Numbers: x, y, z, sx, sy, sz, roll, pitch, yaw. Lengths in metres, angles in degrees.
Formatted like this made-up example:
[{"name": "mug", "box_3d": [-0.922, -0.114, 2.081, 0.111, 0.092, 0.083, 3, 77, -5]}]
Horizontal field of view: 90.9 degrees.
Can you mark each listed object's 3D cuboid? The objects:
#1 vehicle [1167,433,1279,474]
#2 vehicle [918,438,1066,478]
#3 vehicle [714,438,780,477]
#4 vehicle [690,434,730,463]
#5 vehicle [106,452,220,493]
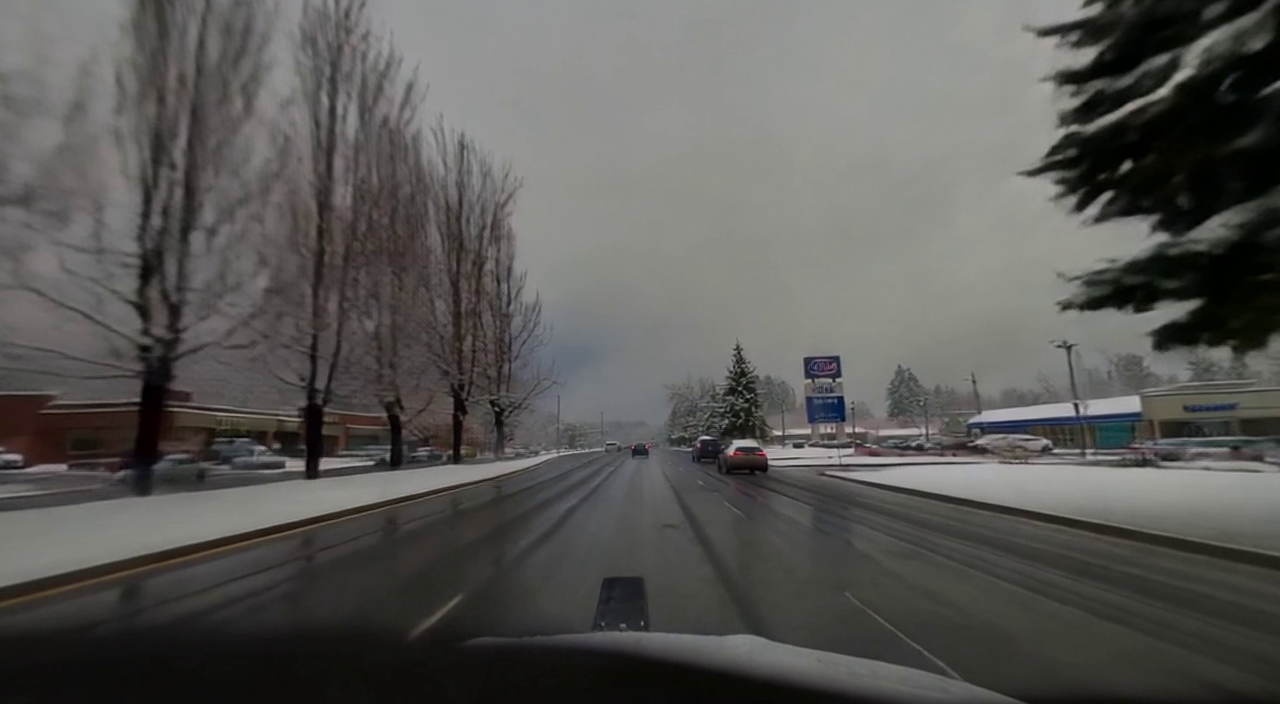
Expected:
[{"name": "vehicle", "box_3d": [26.610, 4.520, 28.212, 4.147, 1.545, 2.108, -3, -8, -4]}, {"name": "vehicle", "box_3d": [14.463, 4.378, 26.095, 4.909, 1.463, 1.924, -2, -8, 1]}, {"name": "vehicle", "box_3d": [4.337, 4.333, 26.213, 1.916, 1.459, 4.335, 0, -8, -1]}, {"name": "vehicle", "box_3d": [4.806, 6.719, 44.028, 2.140, 1.921, 4.431, 0, -8, -2]}, {"name": "vehicle", "box_3d": [-22.228, 5.609, 29.629, 1.997, 1.637, 4.386, -2, -8, -2]}]
